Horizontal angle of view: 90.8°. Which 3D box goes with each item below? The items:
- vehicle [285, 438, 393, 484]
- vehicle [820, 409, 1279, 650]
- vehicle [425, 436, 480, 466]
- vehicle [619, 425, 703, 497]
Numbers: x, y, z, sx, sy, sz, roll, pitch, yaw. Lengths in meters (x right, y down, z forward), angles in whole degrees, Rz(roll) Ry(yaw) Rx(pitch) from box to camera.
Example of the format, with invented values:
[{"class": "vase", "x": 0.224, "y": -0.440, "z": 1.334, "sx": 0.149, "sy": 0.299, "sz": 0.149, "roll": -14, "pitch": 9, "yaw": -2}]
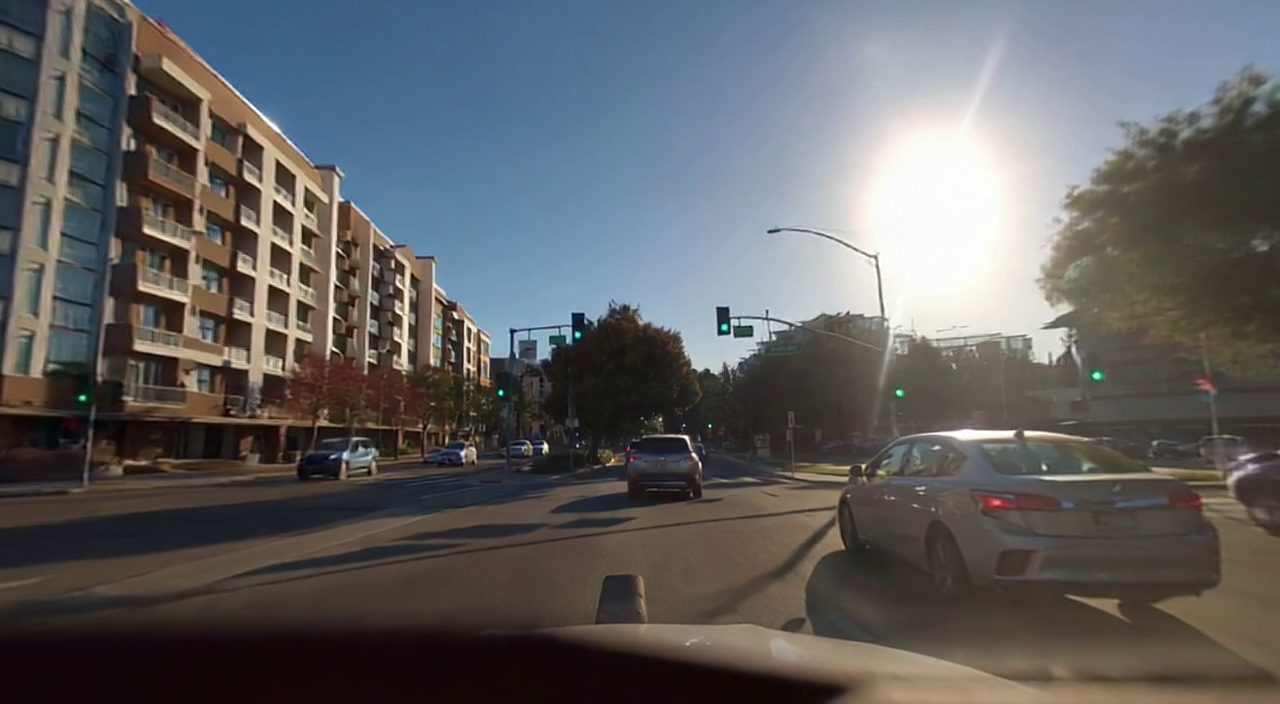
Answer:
[{"class": "vehicle", "x": -12.535, "y": 4.548, "z": 26.756, "sx": 1.964, "sy": 1.712, "sz": 5.236, "roll": 0, "pitch": -8, "yaw": 0}, {"class": "vehicle", "x": 3.387, "y": 1.505, "z": 6.419, "sx": 1.906, "sy": 1.608, "sz": 4.137, "roll": 0, "pitch": -8, "yaw": 0}, {"class": "vehicle", "x": -12.430, "y": 6.594, "z": 42.212, "sx": 2.076, "sy": 1.836, "sz": 4.847, "roll": 0, "pitch": -8, "yaw": 1}, {"class": "vehicle", "x": 0.728, "y": 3.267, "z": 19.366, "sx": 2.206, "sy": 1.858, "sz": 5.332, "roll": -1, "pitch": -8, "yaw": 4}]
